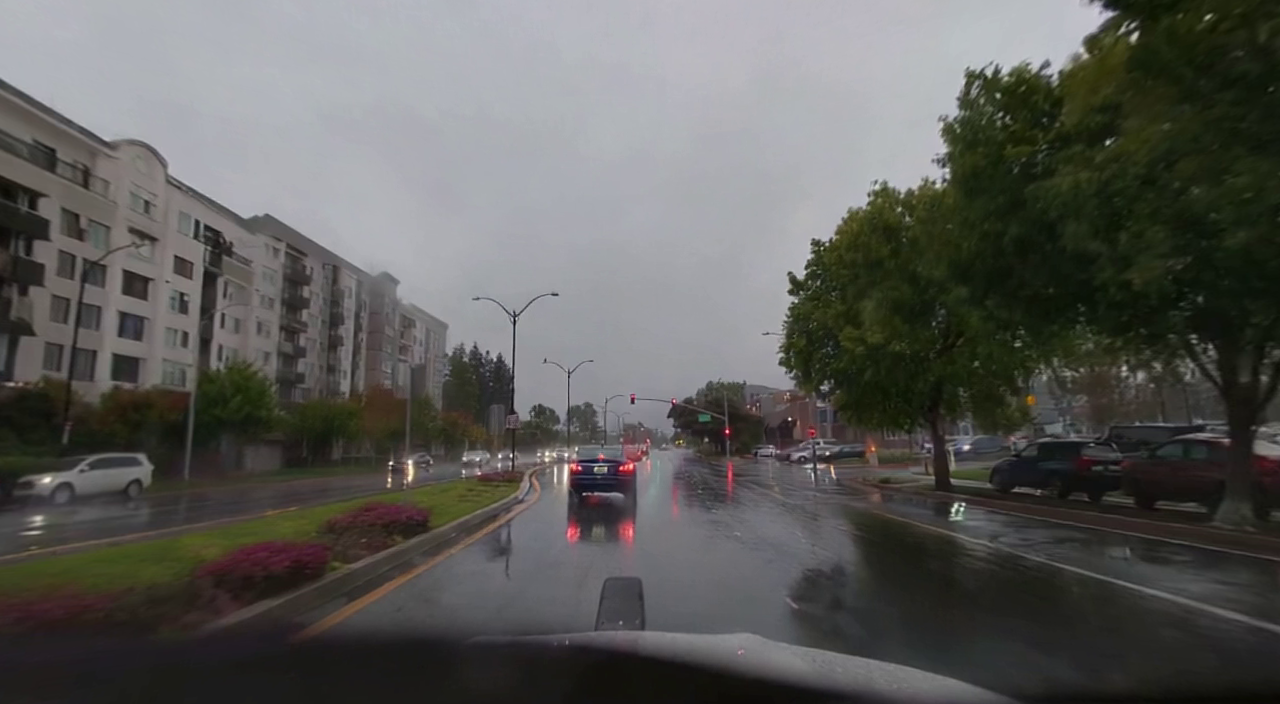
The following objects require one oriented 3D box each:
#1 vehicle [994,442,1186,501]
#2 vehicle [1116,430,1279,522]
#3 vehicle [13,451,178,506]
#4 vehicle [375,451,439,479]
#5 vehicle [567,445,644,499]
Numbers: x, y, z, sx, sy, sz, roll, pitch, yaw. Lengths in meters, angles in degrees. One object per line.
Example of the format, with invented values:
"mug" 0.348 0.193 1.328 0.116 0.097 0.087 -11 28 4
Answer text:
"vehicle" 12.482 3.327 18.007 2.062 1.442 4.533 0 -9 -1
"vehicle" 12.470 2.441 12.737 1.985 1.626 4.824 0 -9 1
"vehicle" -20.572 4.762 24.249 2.103 1.824 4.755 0 -9 -1
"vehicle" -13.256 6.436 36.224 1.882 1.475 4.522 0 -9 1
"vehicle" -1.074 3.663 19.723 2.144 1.447 4.421 0 -9 -3
